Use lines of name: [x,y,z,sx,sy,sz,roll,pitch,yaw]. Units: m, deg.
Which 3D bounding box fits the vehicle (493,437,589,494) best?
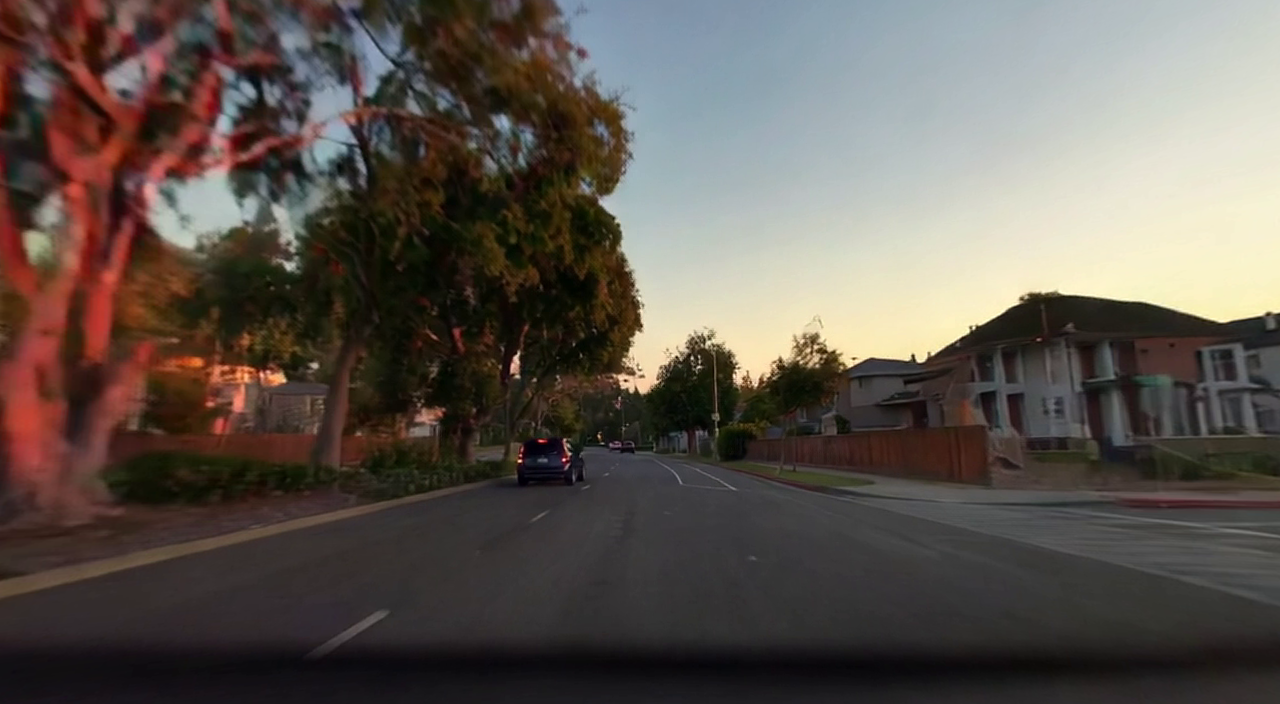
vehicle: [-2.858,3.410,19.402,2.075,1.498,4.730,0,-8,2]
